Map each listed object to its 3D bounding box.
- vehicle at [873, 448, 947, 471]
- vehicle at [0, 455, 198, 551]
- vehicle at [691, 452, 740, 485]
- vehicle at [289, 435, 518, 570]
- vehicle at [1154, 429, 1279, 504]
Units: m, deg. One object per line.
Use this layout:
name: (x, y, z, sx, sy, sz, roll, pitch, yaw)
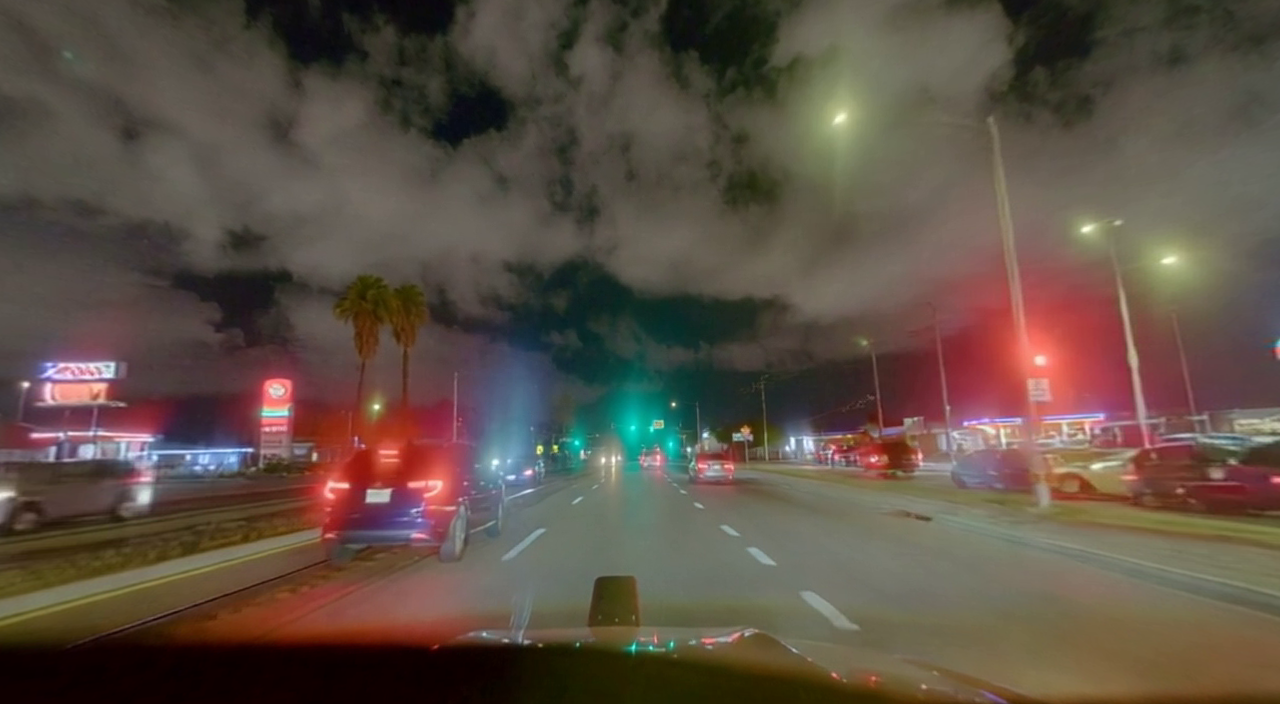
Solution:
vehicle: (18.192, 7.197, 42.557, 4.750, 1.478, 1.998, 5, -10, -29)
vehicle: (-11.373, 2.842, 12.489, 1.940, 1.550, 4.525, -1, -10, 1)
vehicle: (3.662, 5.715, 31.207, 1.889, 1.448, 4.262, 0, -9, 0)
vehicle: (-3.147, 2.072, 9.474, 2.021, 1.550, 4.090, 1, -9, -3)
vehicle: (15.454, 2.727, 15.212, 4.298, 1.646, 1.999, 0, -9, 1)
